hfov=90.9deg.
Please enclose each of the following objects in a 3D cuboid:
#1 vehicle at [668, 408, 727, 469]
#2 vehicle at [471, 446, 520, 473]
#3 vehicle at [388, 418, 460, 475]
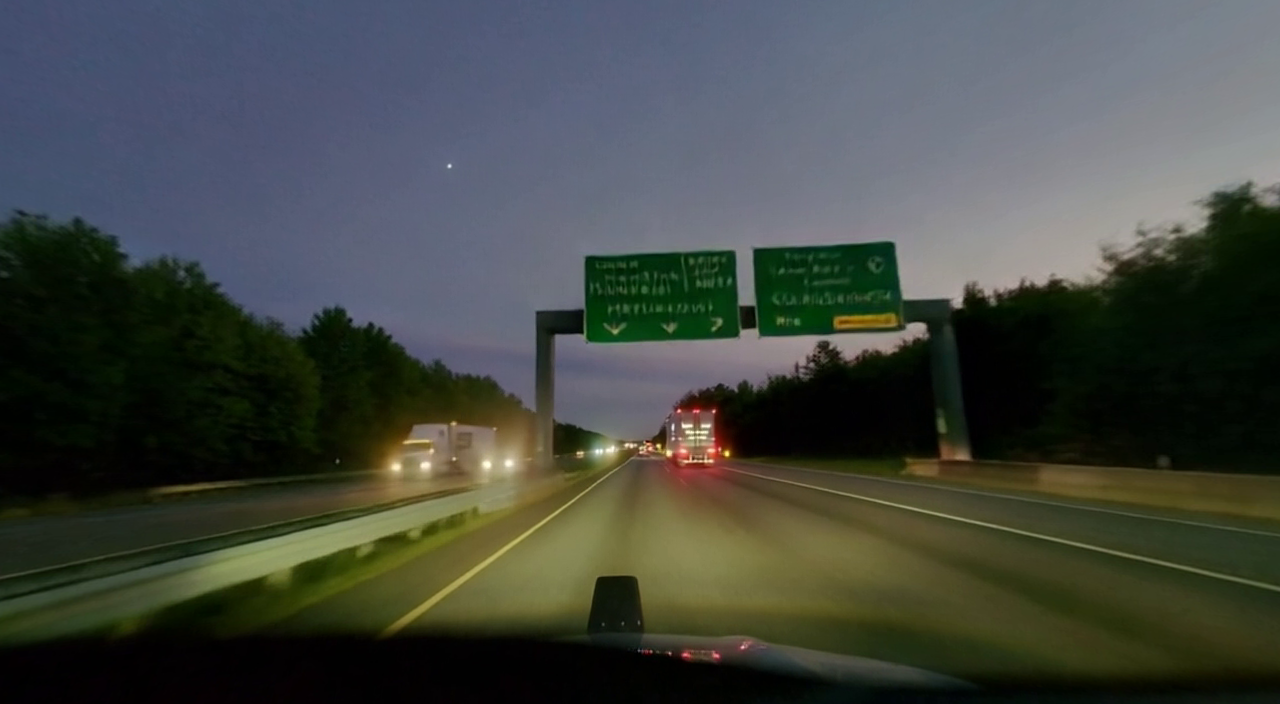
[{"bbox_3d":[3.992,6.616,47.499,2.955,3.825,14.115,0,-9,-1],"label":"vehicle"},{"bbox_3d":[-8.926,6.692,39.293,1.916,1.557,4.401,0,-9,1],"label":"vehicle"},{"bbox_3d":[-15.671,6.926,46.263,3.090,3.886,6.253,0,-9,-1],"label":"vehicle"}]
